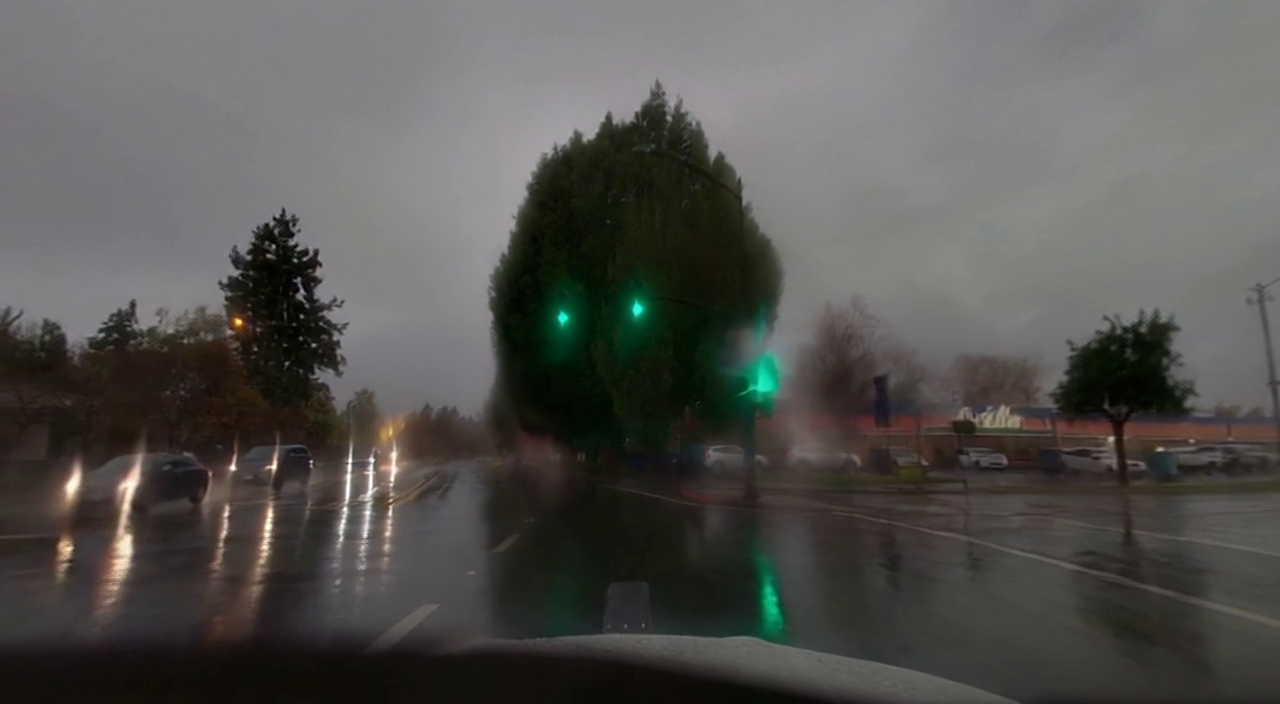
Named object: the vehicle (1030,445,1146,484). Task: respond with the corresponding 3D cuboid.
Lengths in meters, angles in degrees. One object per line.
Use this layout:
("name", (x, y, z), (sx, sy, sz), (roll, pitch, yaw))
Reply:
("vehicle", (20.967, 5.232, 29.536), (4.530, 1.696, 1.979), (3, -9, -17))

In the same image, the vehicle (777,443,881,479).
("vehicle", (10.154, 5.795, 33.826), (5.314, 1.829, 2.018), (4, -9, -25))

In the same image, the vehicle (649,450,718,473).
("vehicle", (2.930, 7.334, 42.359), (4.257, 1.474, 1.751), (3, -9, -22))

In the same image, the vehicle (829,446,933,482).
("vehicle", (11.871, 5.478, 31.119), (4.375, 1.685, 2.045), (2, -9, -16))

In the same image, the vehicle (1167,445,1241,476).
("vehicle", (36.774, 6.992, 41.041), (4.689, 1.888, 2.114), (5, -10, -31))

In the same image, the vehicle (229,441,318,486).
("vehicle", (-16.443, 4.998, 28.648), (2.049, 1.817, 5.292), (2, -9, -14))

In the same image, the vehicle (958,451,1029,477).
("vehicle", (21.933, 6.916, 39.105), (4.324, 1.437, 1.865), (5, -10, -31))

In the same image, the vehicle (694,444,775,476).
("vehicle", (5.647, 6.385, 37.490), (4.669, 1.770, 1.896), (5, -10, -32))

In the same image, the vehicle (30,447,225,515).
("vehicle", (-13.228, 3.291, 16.745), (1.961, 1.492, 4.702), (2, -9, -11))
